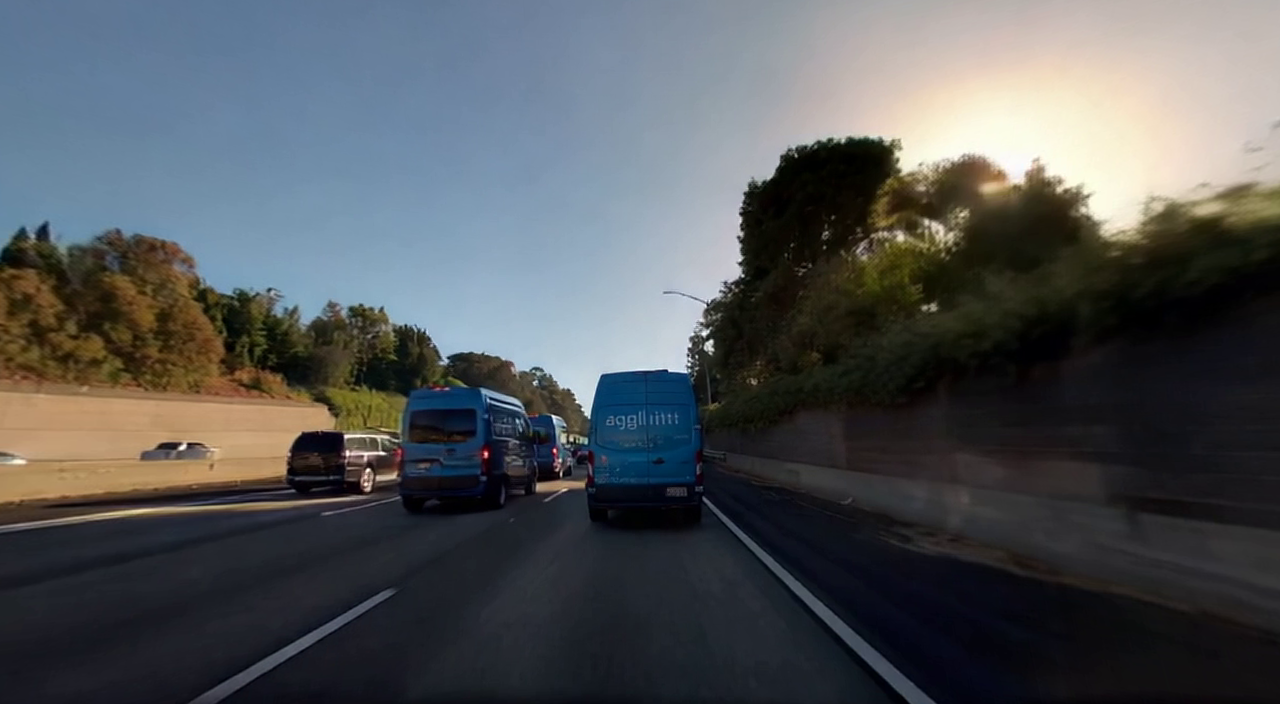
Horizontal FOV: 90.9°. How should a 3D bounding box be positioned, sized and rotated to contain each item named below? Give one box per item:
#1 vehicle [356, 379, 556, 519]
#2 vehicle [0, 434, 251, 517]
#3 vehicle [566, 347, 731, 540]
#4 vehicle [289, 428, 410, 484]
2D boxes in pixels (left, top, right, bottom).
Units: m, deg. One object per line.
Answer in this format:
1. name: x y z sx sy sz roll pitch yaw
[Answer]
1. vehicle: -3.582 2.086 13.812 2.729 2.439 5.418 0 -8 0
2. vehicle: -11.055 2.629 14.015 1.839 1.524 4.449 0 -8 2
3. vehicle: 0.153 1.758 12.242 2.316 2.738 6.398 0 -8 1
4. vehicle: -10.741 3.884 23.821 2.061 1.846 4.852 0 -8 3
